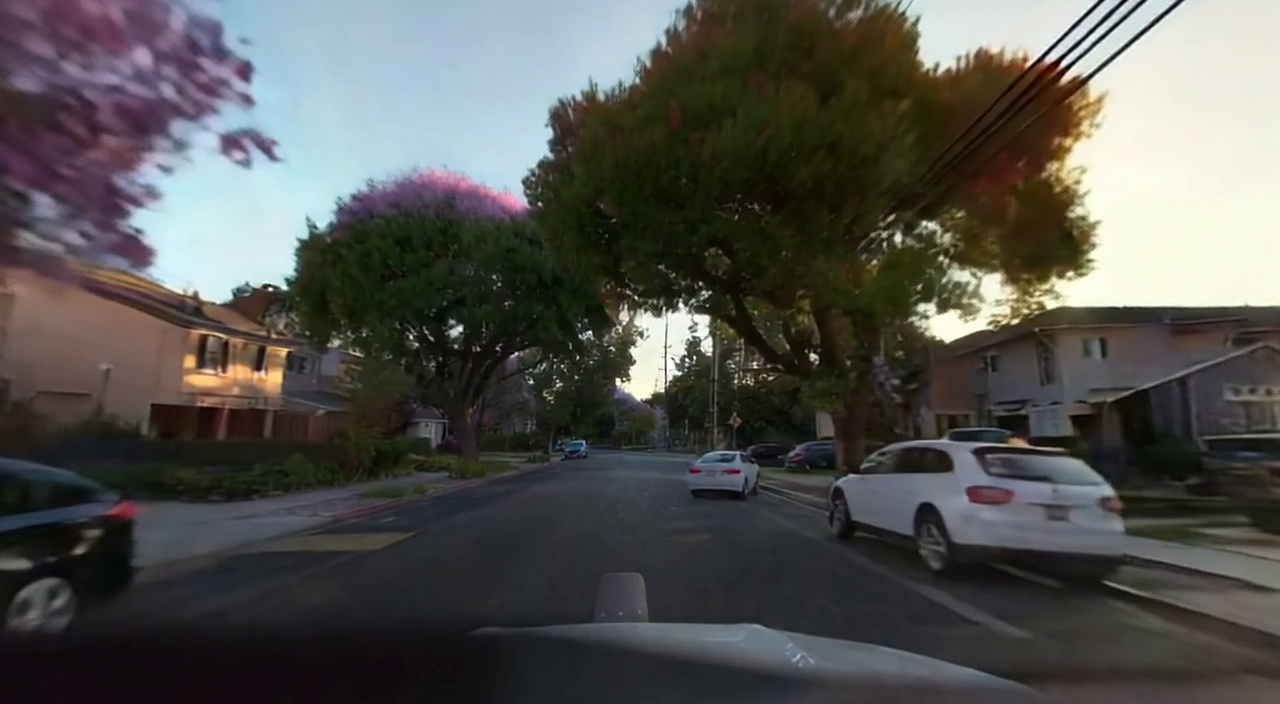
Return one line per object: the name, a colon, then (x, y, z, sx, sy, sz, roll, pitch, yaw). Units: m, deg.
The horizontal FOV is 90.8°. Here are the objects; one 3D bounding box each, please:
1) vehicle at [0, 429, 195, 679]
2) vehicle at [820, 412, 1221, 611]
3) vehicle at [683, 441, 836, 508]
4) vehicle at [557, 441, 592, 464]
vehicle: (-4.693, 1.054, 2.850, 1.810, 1.446, 4.668, -1, -9, 3)
vehicle: (3.880, 1.688, 7.649, 2.103, 1.679, 4.386, 0, -8, 0)
vehicle: (3.204, 3.024, 16.187, 2.075, 1.449, 4.526, -6, -10, 35)
vehicle: (-4.741, 7.336, 46.398, 1.938, 1.508, 4.481, 0, -7, 1)
